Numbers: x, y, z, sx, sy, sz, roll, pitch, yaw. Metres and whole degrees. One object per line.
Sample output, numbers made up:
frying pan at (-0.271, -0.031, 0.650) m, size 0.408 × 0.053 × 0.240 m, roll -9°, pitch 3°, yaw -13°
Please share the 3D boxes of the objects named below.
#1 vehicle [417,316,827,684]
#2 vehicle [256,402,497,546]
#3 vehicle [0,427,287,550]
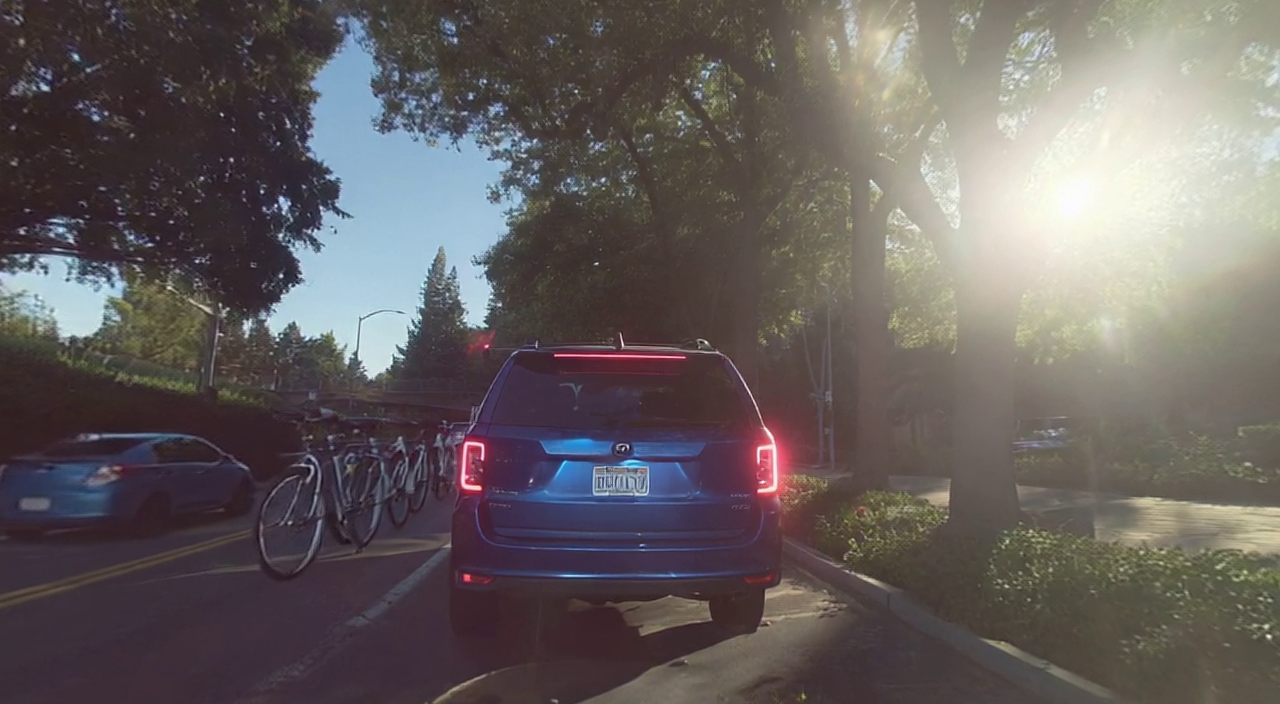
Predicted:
vehicle at (-0.232, 1.159, 5.999) m, size 2.333 × 2.087 × 4.586 m, roll 0°, pitch -8°, yaw -4°
vehicle at (-4.054, 1.994, 11.033) m, size 2.337 × 1.858 × 5.409 m, roll 1°, pitch -9°, yaw -6°
vehicle at (-7.939, 2.029, 10.151) m, size 2.024 × 1.511 × 4.550 m, roll 0°, pitch -8°, yaw -2°
